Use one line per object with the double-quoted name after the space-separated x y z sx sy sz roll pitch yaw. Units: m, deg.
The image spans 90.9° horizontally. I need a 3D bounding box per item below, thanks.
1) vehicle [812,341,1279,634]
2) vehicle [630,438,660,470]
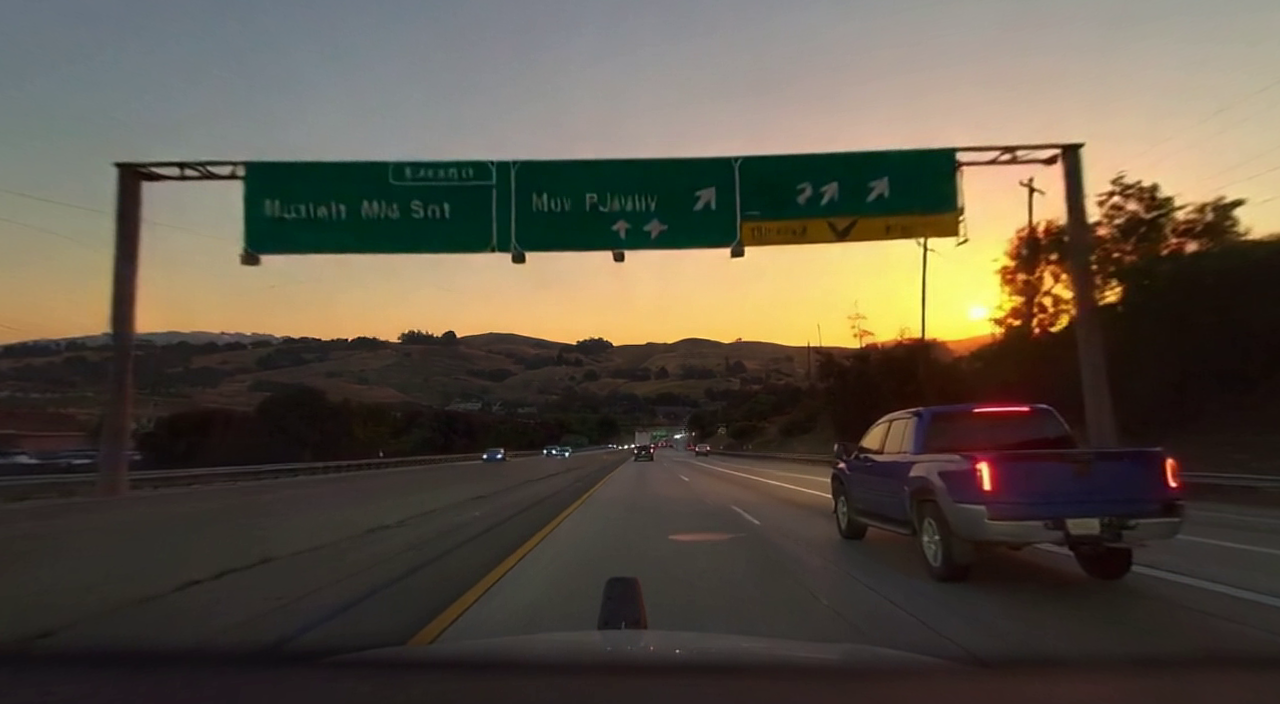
4.166 1.406 7.562 2.594 2.155 5.670 0 -9 0 "vehicle"
0.327 7.604 47.214 2.099 2.260 4.899 0 -8 0 "vehicle"
